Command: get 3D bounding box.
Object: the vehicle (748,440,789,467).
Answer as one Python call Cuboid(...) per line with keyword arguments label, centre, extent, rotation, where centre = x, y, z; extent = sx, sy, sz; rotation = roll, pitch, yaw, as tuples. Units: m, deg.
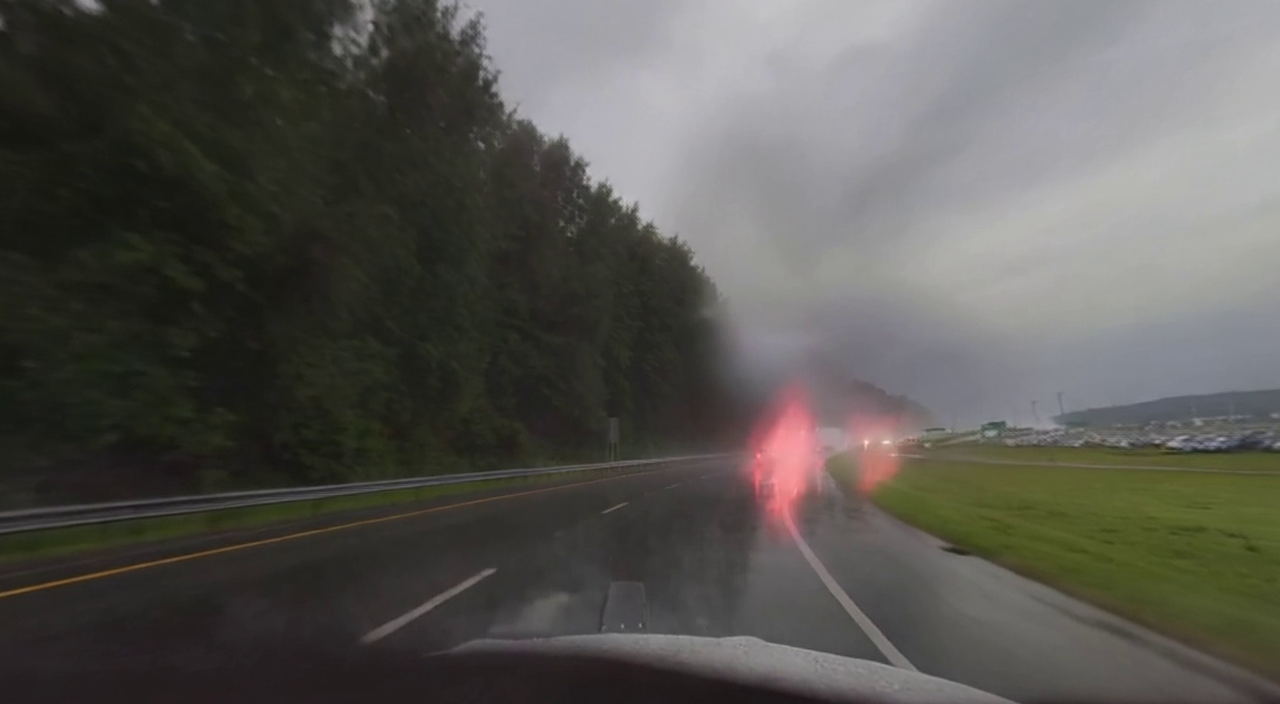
Cuboid(label="vehicle", centre=(8.587, 6.713, 41.825), extent=(2.221, 1.674, 4.325), rotation=(-3, -9, 16))
